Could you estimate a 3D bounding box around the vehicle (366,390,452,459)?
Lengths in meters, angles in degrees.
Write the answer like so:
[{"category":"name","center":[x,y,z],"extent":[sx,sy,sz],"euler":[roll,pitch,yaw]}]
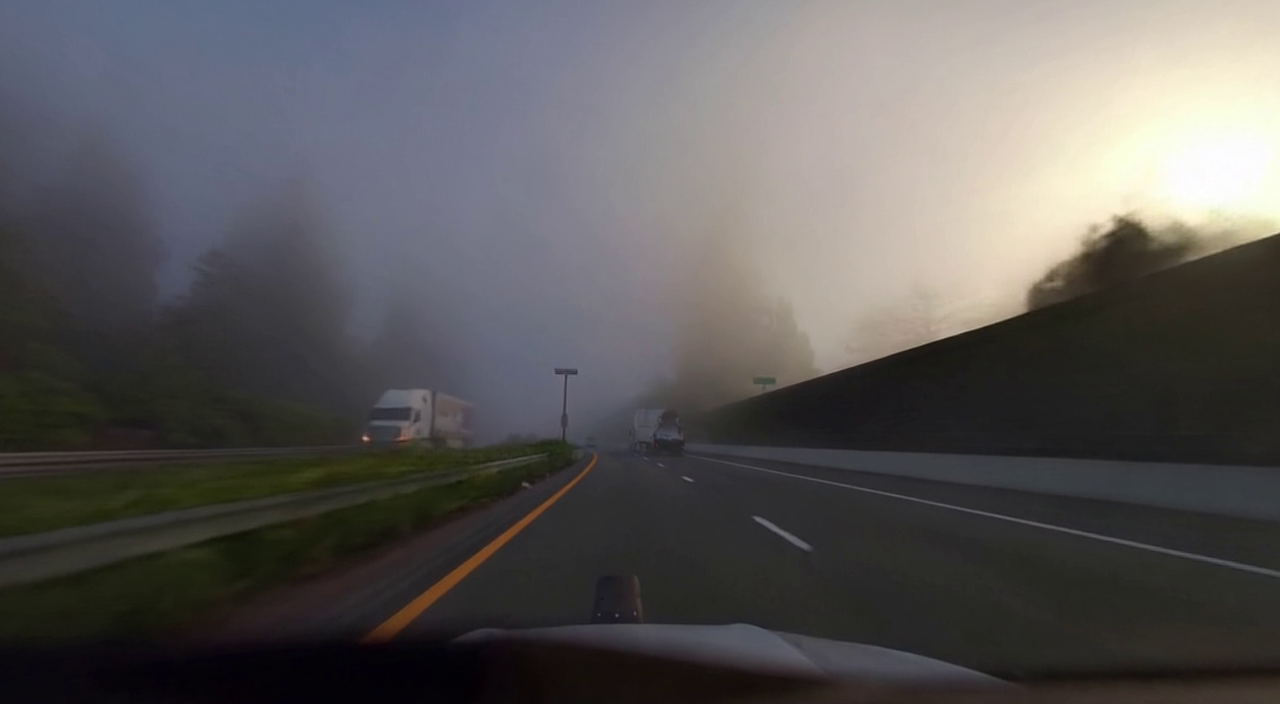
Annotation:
[{"category":"vehicle","center":[-13.821,4.474,38.222],"extent":[2.962,3.832,5.796],"euler":[0,-8,0]}]
